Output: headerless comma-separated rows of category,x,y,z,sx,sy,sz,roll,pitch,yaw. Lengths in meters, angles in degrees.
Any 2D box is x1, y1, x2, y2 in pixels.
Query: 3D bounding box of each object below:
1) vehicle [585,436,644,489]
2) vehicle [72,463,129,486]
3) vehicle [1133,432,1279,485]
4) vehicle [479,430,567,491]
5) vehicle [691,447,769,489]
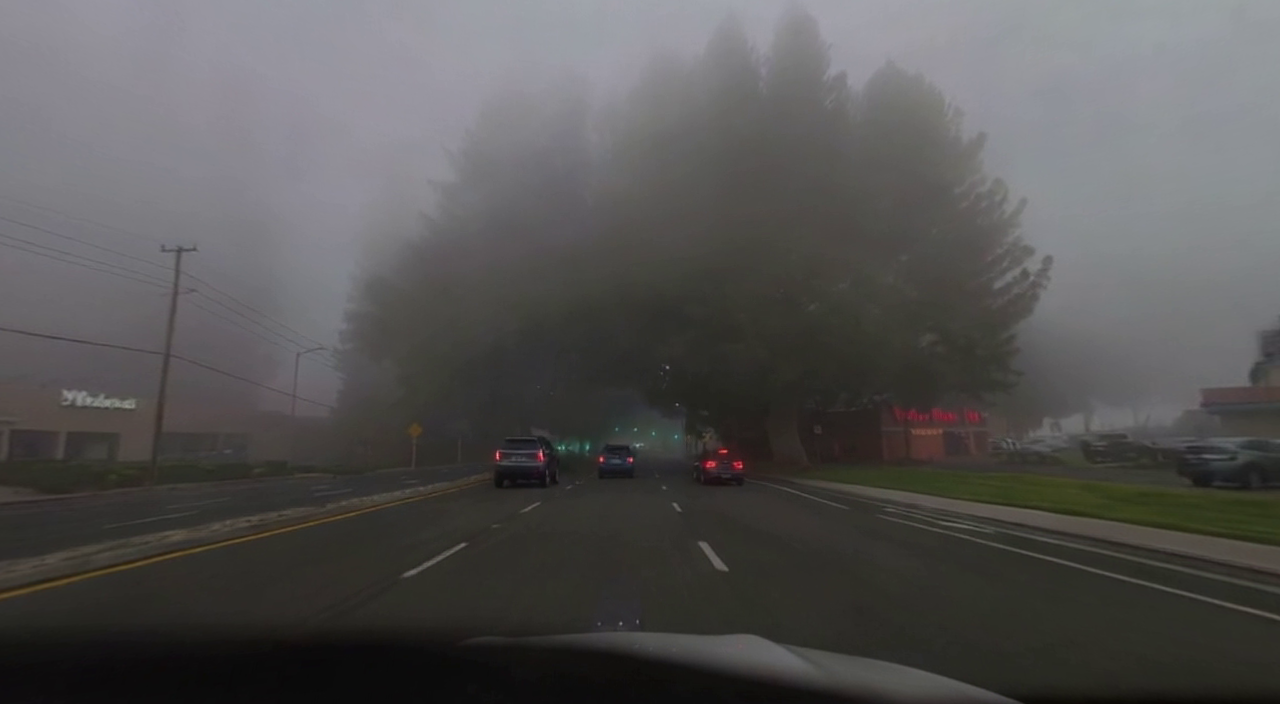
vehicle,-0.898,4.205,24.321,2.061,1.809,4.141,0,-9,0
vehicle,-38.541,8.734,45.244,1.871,1.468,4.670,4,-10,-26
vehicle,18.457,3.339,19.915,4.107,1.540,1.994,0,-9,-1
vehicle,-4.233,4.035,23.920,2.252,1.999,5.605,0,-9,0
vehicle,3.384,4.454,24.616,2.207,1.447,4.418,0,-9,-2
